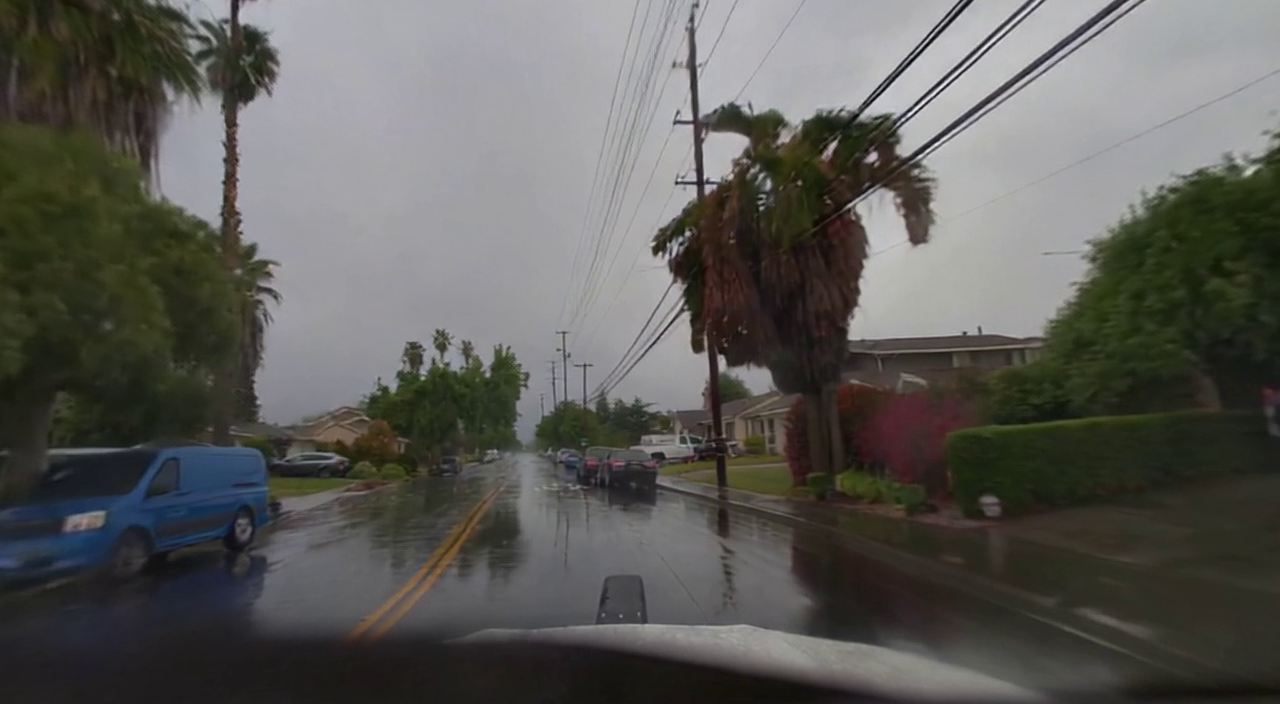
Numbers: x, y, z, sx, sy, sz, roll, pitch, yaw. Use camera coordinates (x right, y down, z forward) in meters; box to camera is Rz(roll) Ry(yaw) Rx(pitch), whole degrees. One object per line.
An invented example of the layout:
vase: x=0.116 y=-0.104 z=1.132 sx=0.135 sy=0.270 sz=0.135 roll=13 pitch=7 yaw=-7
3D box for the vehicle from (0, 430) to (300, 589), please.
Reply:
vehicle: x=-7.554 y=2.303 z=9.843 sx=2.410 sy=1.790 sz=4.699 roll=-1 pitch=-10 yaw=-8

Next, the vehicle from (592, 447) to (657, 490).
vehicle: x=-0.690 y=4.415 z=24.335 sx=1.870 sy=1.490 sz=3.802 roll=1 pitch=-9 yaw=-11

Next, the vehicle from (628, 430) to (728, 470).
vehicle: x=2.257 y=6.084 z=39.285 sx=5.900 sy=2.328 sz=2.603 roll=1 pitch=-9 yaw=-5

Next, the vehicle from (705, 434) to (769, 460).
vehicle: x=7.247 y=7.152 z=47.514 sx=4.219 sy=1.693 sz=2.324 roll=5 pitch=-9 yaw=-9
